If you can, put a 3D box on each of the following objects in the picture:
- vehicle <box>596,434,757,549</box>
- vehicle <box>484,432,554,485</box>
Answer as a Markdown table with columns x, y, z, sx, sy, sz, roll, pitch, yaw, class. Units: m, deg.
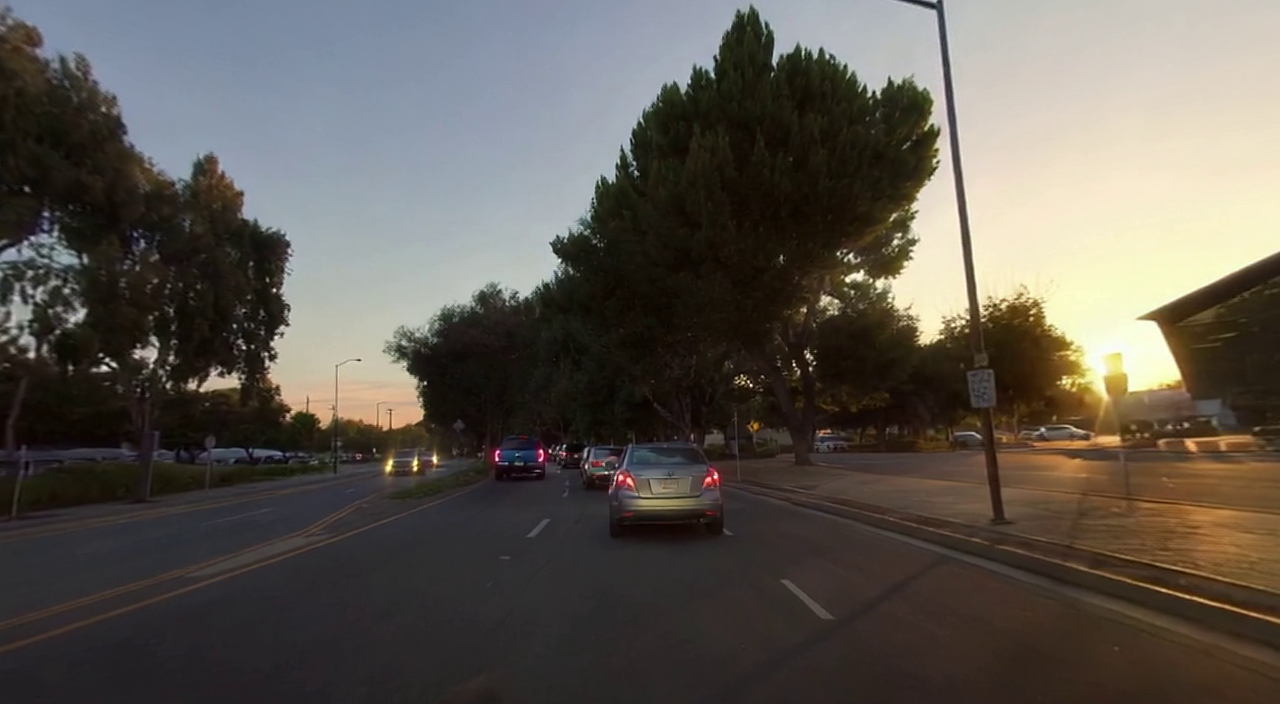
| x | y | z | sx | sy | sz | roll | pitch | yaw | class |
| --- | --- | --- | --- | --- | --- | --- | --- | --- | --- |
| 0.362 | 2.202 | 10.656 | 2.142 | 1.528 | 4.133 | 1 | -9 | -5 | vehicle |
| -5.037 | 4.537 | 27.183 | 2.512 | 1.992 | 5.725 | 1 | -9 | -7 | vehicle |
